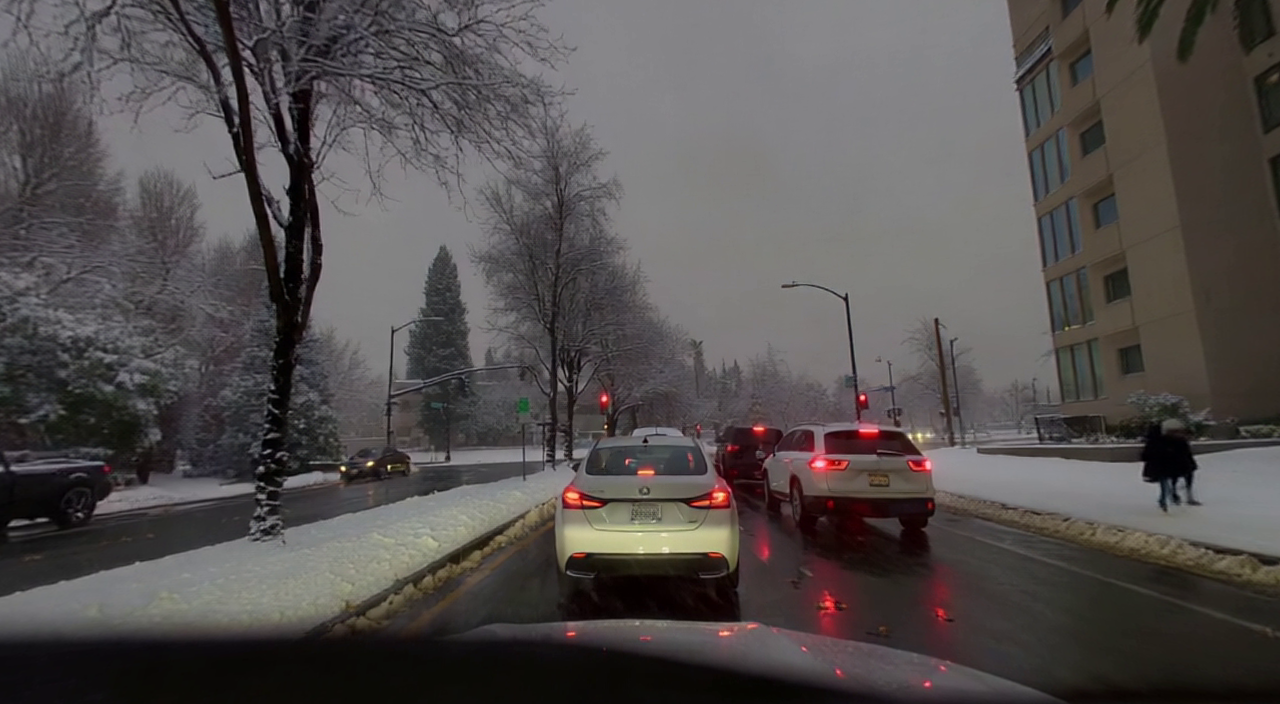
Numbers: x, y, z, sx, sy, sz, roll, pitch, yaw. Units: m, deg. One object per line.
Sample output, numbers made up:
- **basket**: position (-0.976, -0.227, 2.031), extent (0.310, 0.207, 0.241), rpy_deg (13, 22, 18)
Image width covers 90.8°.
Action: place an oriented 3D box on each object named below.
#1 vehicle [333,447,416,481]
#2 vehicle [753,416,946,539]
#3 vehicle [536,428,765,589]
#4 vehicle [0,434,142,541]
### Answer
- **vehicle**: position (-13.186, 5.563, 31.722), extent (1.965, 1.507, 4.725), rpy_deg (-1, -8, 2)
- **vehicle**: position (3.395, 2.124, 11.290), extent (2.003, 1.733, 4.319), rpy_deg (0, -8, 1)
- **vehicle**: position (0.140, 1.729, 7.823), extent (2.088, 1.452, 3.993), rpy_deg (0, -8, 1)
- **vehicle**: position (-13.057, 2.719, 12.288), extent (2.240, 1.964, 5.707), rpy_deg (-6, -8, 0)
